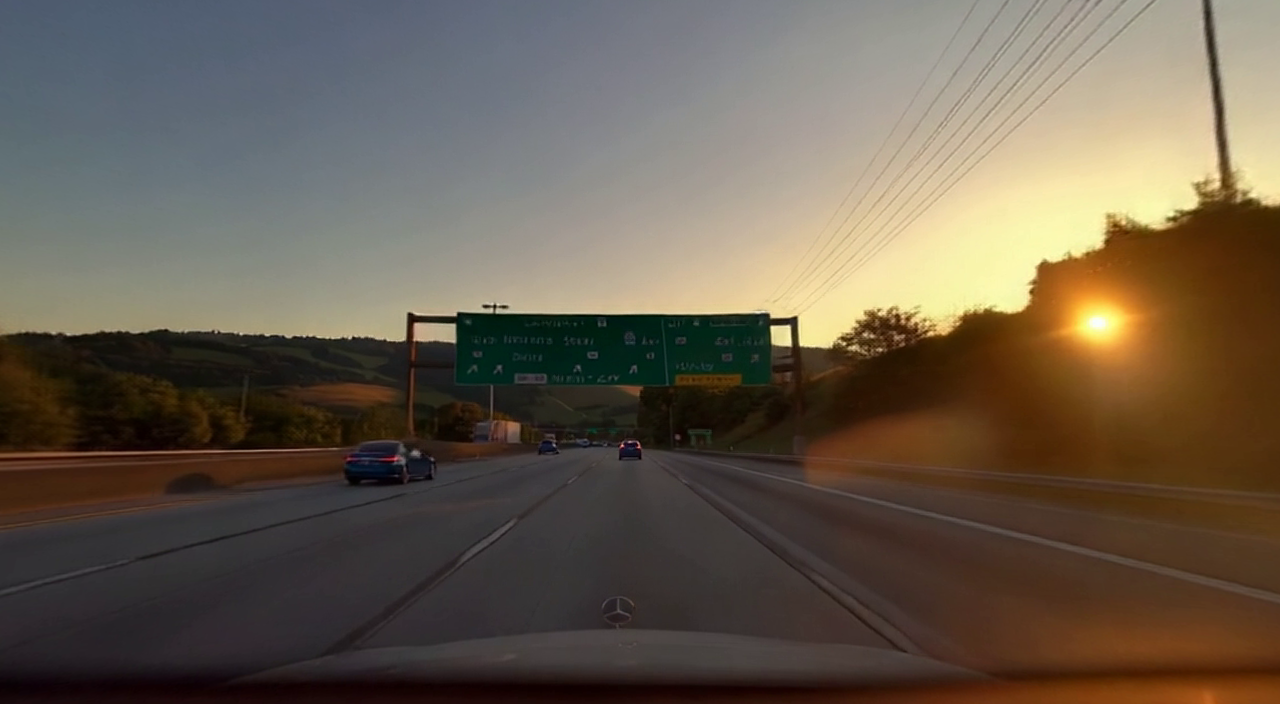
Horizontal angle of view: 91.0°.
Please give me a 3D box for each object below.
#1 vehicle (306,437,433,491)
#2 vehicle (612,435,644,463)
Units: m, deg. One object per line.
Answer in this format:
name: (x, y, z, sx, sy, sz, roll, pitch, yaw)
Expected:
vehicle: (-7.970, 3.318, 19.092, 1.949, 1.428, 4.408, 0, -8, -1)
vehicle: (-0.802, 6.358, 41.365, 2.040, 1.715, 3.906, 0, -8, -1)
